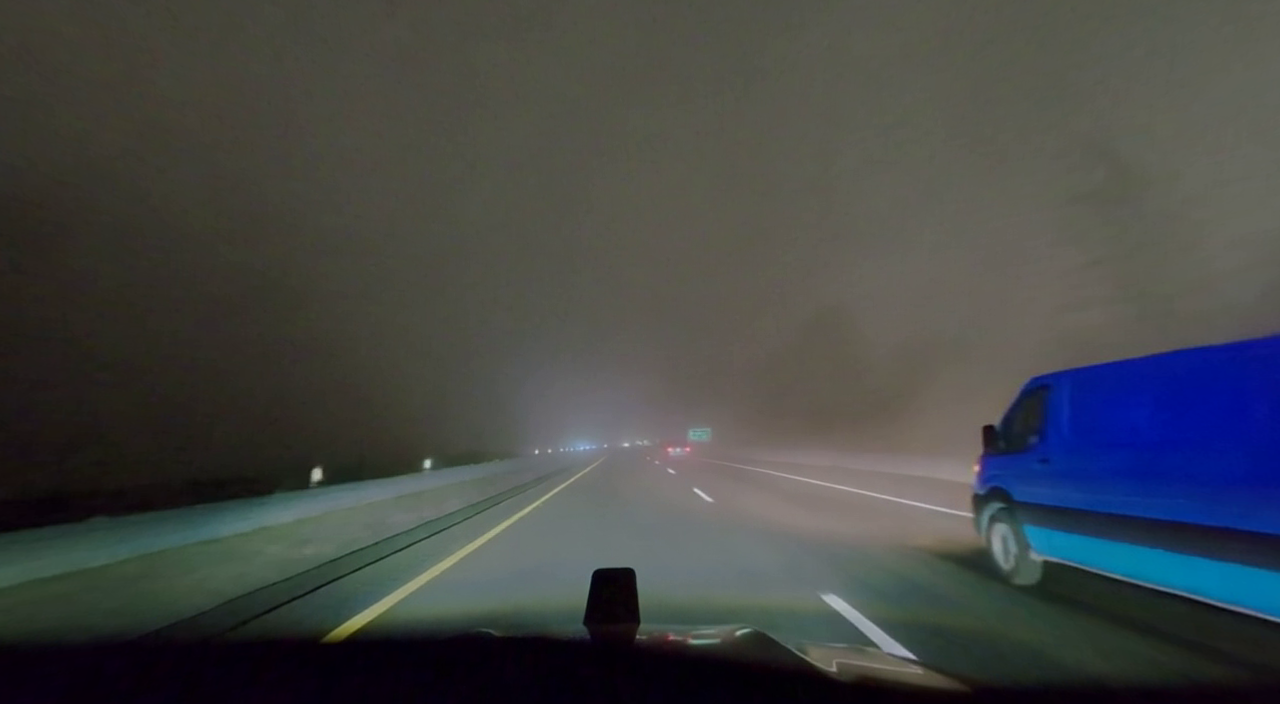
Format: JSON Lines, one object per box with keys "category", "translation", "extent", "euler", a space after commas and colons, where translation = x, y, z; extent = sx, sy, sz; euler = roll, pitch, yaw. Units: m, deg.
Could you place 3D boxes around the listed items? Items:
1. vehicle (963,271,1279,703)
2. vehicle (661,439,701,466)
{"category": "vehicle", "translation": [4.168, 0.697, 3.393], "extent": [2.269, 2.048, 4.679], "euler": [0, -8, -1]}
{"category": "vehicle", "translation": [2.299, 5.824, 36.573], "extent": [2.005, 1.466, 3.739], "euler": [0, -8, -1]}
